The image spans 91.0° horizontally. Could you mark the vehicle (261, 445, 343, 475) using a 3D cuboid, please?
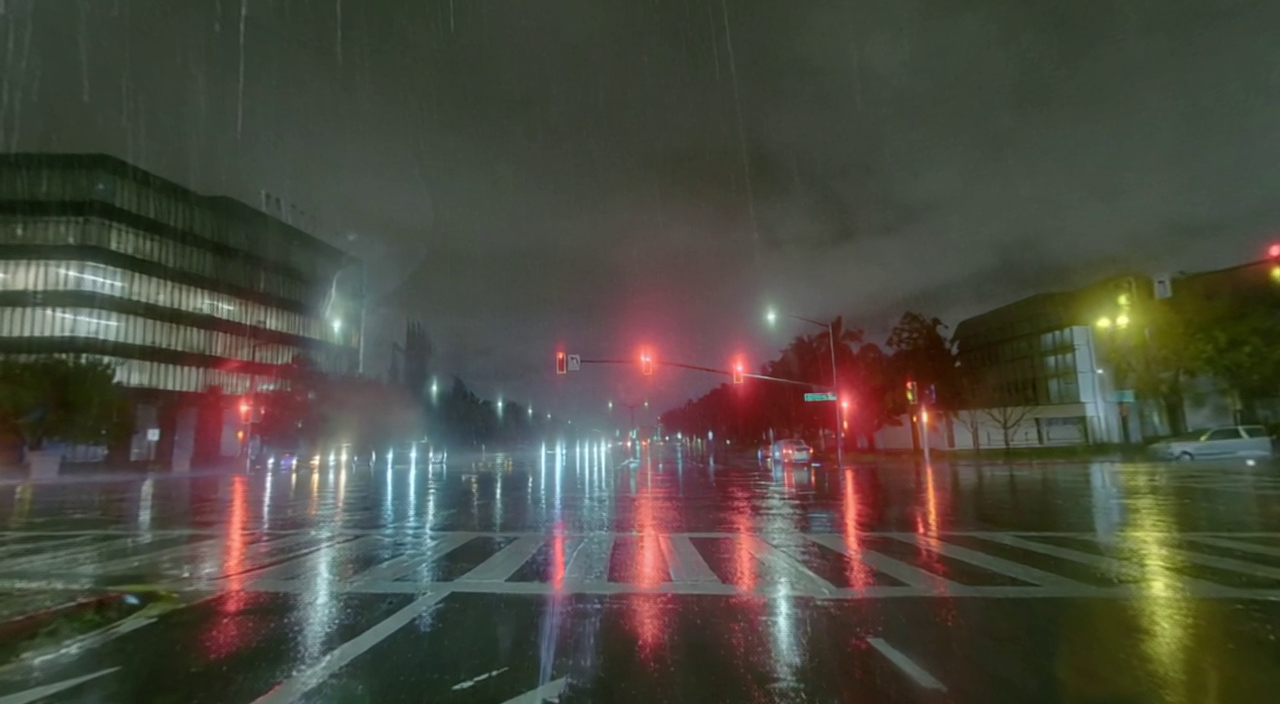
[{"bbox_3d":[-22.037,7.035,41.312,2.032,1.839,4.884,-2,-9,10],"label":"vehicle"}]

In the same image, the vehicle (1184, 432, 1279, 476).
[{"bbox_3d":[22.322,3.577,22.237,4.474,1.477,1.908,0,-9,-3],"label":"vehicle"}]

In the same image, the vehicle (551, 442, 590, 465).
[{"bbox_3d":[-4.527,6.708,41.681,1.954,1.431,4.050,-1,-9,2],"label":"vehicle"}]

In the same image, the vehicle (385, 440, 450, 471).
[{"bbox_3d":[-15.137,7.041,43.163,2.340,1.946,5.450,0,-9,2],"label":"vehicle"}]

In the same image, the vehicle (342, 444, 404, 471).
[{"bbox_3d":[-18.550,7.342,43.986,2.237,1.801,4.541,0,-9,1],"label":"vehicle"}]

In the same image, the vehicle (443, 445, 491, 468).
[{"bbox_3d":[-11.642,7.051,42.712,1.911,1.476,4.297,-1,-9,2],"label":"vehicle"}]

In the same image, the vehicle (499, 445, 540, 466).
[{"bbox_3d":[-8.098,7.000,42.610,1.910,1.321,3.692,0,-9,1],"label":"vehicle"}]
